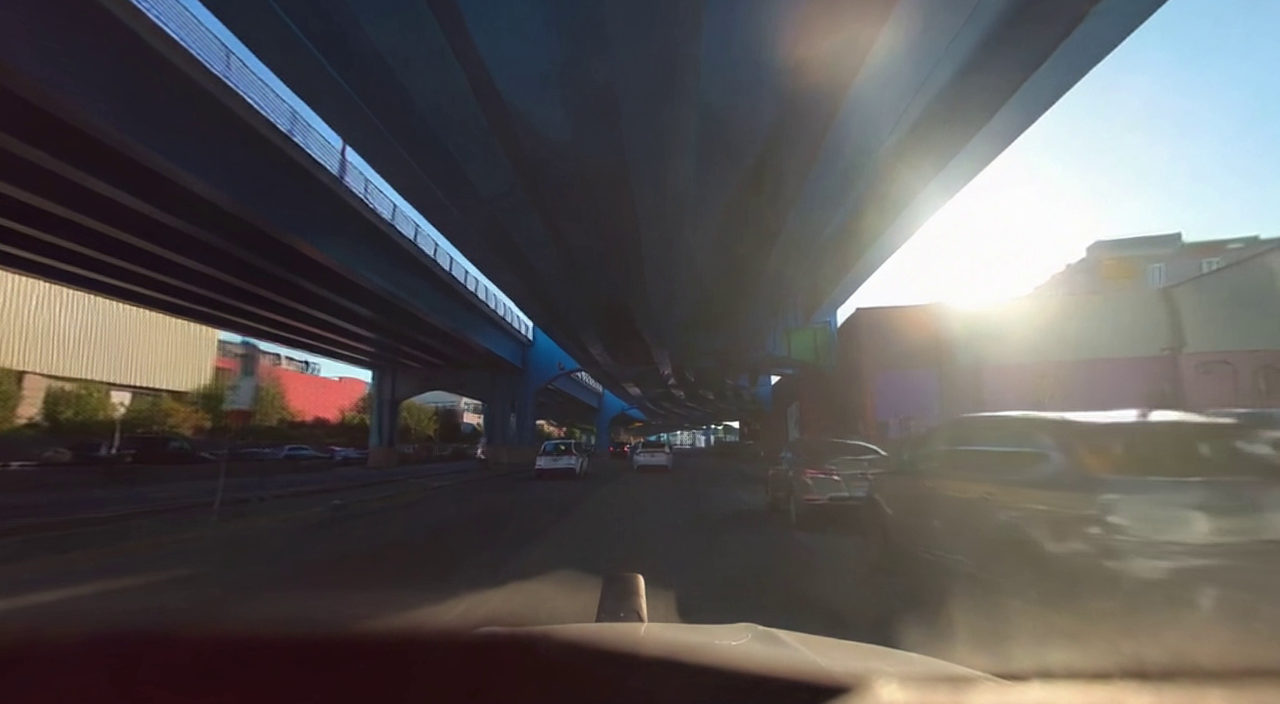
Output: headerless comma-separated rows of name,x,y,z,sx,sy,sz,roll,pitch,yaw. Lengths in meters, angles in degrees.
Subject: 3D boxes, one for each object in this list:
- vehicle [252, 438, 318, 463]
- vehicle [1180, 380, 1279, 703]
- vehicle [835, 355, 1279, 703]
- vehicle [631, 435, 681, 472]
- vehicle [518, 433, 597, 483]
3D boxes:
vehicle,-27.205,7.539,48.619,2.174,1.824,4.764,0,-8,2
vehicle,3.288,0.663,0.579,1.983,1.589,4.010,0,-8,0
vehicle,3.351,1.211,5.421,2.043,1.796,4.242,0,-8,1
vehicle,0.742,4.681,29.279,2.155,1.571,3.734,0,-8,2
vehicle,-2.750,3.667,22.159,2.024,1.533,4.549,0,-8,2
